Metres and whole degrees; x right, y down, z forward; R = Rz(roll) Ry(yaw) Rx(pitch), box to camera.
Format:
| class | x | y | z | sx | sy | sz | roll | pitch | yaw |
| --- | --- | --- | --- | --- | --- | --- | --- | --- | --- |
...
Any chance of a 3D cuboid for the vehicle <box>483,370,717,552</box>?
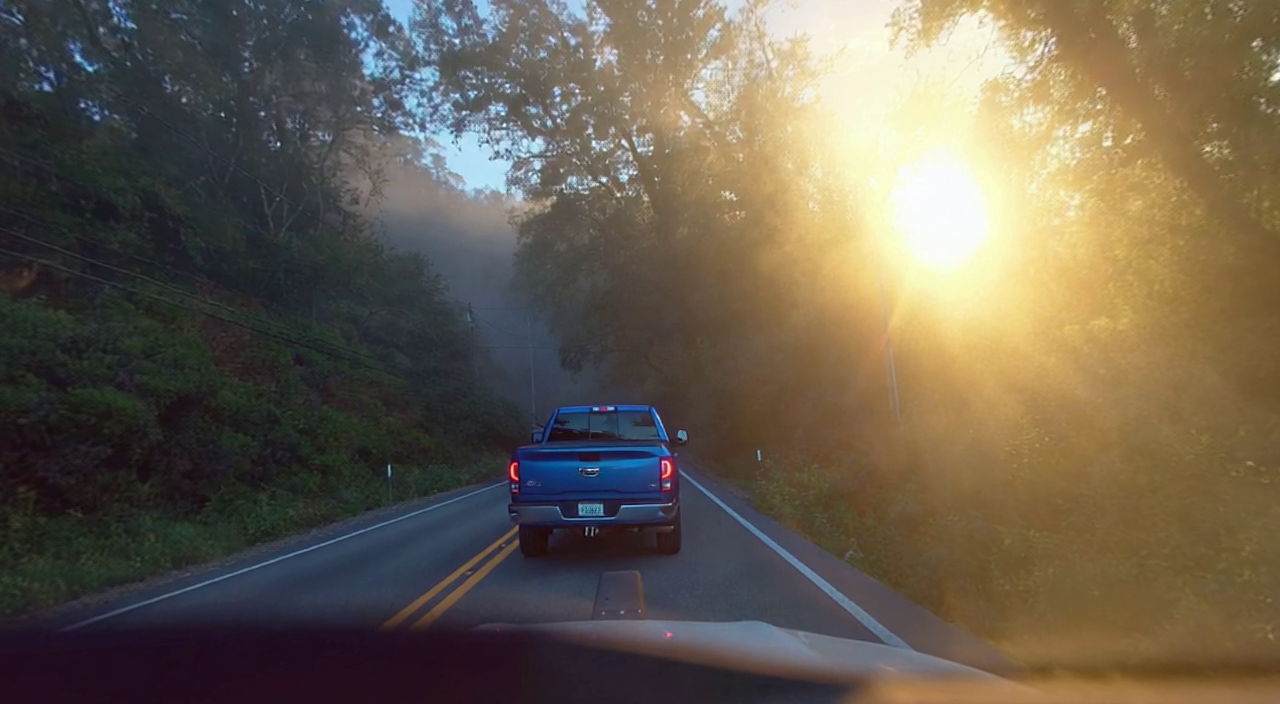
| class | x | y | z | sx | sy | sz | roll | pitch | yaw |
| --- | --- | --- | --- | --- | --- | --- | --- | --- | --- |
| vehicle | -0.528 | 1.762 | 10.747 | 2.837 | 2.223 | 5.885 | 0 | -8 | -1 |
